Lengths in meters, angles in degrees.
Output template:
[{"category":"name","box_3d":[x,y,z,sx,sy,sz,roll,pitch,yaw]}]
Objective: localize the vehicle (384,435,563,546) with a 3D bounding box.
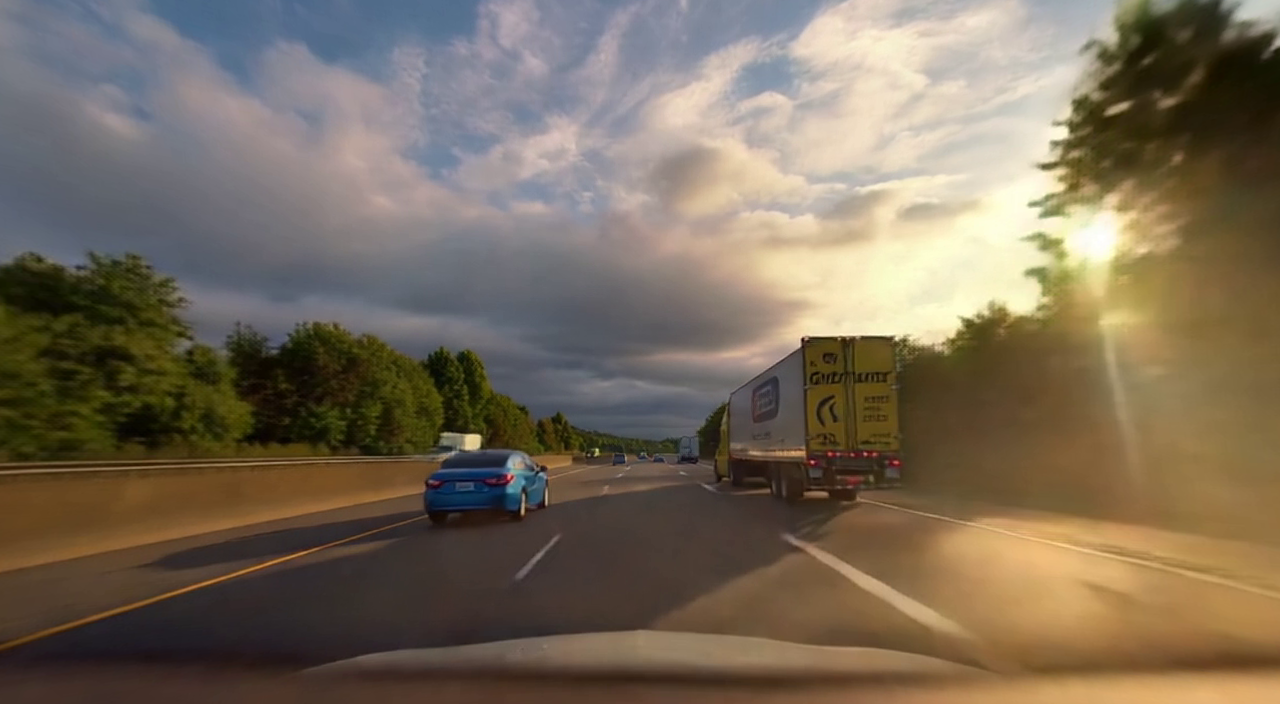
[{"category":"vehicle","box_3d":[-2.673,2.352,11.336,1.960,1.579,4.384,0,-9,1]}]

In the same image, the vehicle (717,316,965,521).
[{"category":"vehicle","box_3d":[4.660,2.299,18.947,2.858,3.952,13.731,0,-9,0]}]
